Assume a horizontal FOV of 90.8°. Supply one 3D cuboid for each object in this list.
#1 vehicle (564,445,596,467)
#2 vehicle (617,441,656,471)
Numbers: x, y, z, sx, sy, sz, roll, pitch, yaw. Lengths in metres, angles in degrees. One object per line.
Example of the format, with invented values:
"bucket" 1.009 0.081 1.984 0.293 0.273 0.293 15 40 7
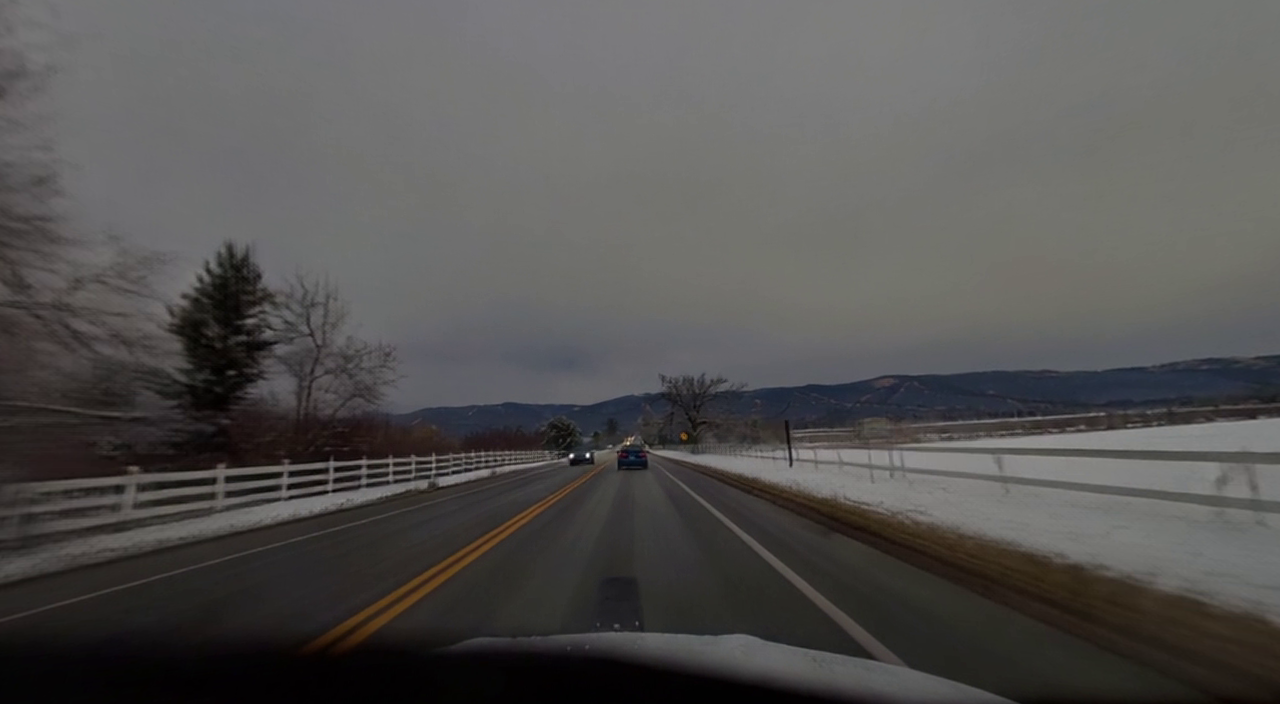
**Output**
"vehicle" -4.481 7.825 47.614 1.989 1.600 3.979 0 -9 1
"vehicle" -0.207 6.124 37.289 2.158 1.669 4.006 0 -9 -1
